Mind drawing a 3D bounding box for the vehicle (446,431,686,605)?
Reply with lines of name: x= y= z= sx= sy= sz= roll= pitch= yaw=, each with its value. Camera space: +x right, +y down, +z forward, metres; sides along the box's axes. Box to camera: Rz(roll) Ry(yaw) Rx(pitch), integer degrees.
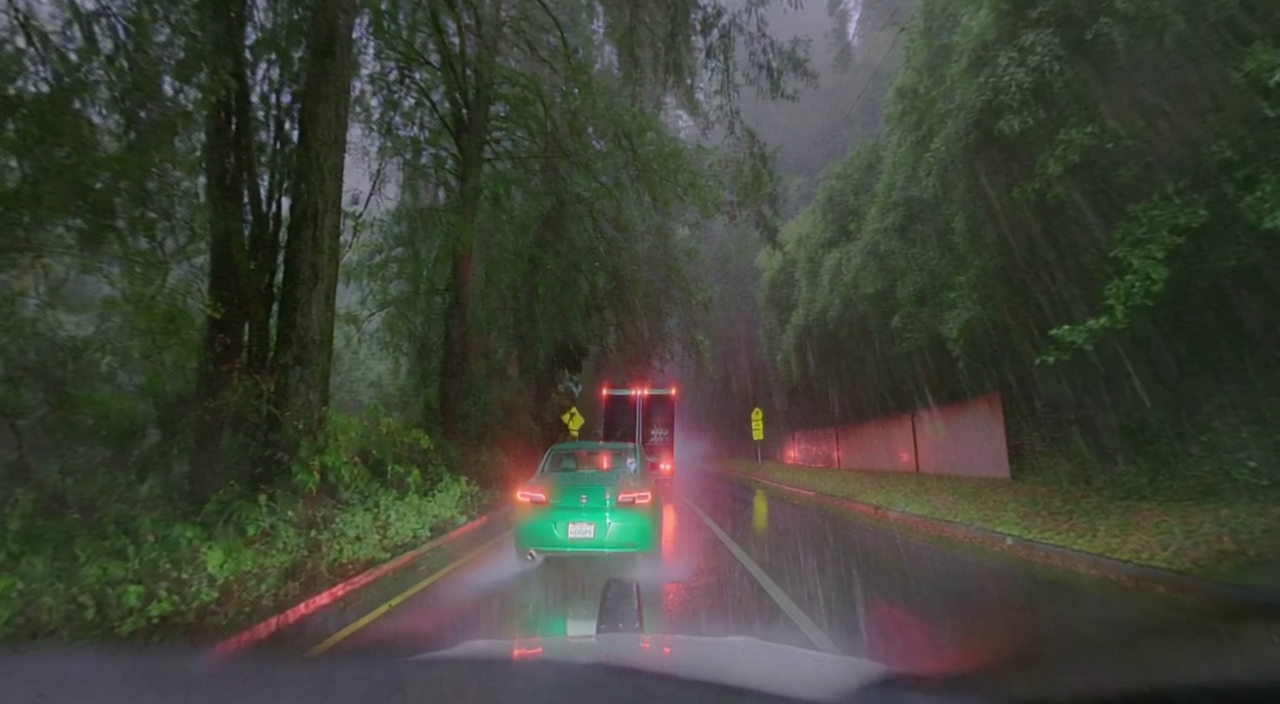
vehicle: x=-0.632 y=1.754 z=7.580 sx=2.076 sy=1.490 sz=4.078 roll=0 pitch=-9 yaw=0
